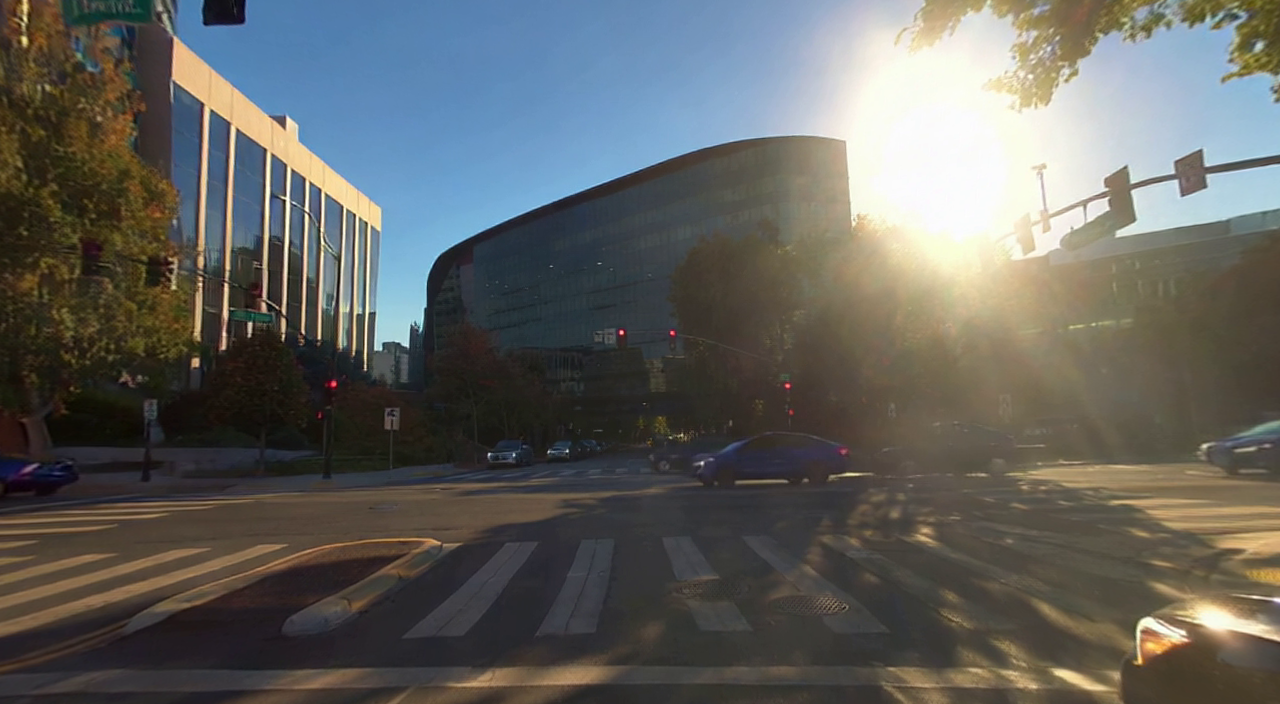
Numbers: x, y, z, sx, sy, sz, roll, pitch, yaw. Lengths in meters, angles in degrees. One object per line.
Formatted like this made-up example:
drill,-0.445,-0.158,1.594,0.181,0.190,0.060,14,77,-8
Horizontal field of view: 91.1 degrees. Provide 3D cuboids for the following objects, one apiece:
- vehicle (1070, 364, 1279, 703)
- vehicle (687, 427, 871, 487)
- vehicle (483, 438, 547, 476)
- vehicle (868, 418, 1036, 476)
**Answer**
vehicle,2.887,0.672,0.823,1.947,1.576,3.825,0,-8,1
vehicle,3.565,2.771,16.760,4.464,1.472,1.867,0,-8,0
vehicle,-5.948,5.047,30.440,2.115,1.690,4.322,-1,-8,2
vehicle,9.950,3.077,20.328,4.363,1.757,1.926,0,-8,1
